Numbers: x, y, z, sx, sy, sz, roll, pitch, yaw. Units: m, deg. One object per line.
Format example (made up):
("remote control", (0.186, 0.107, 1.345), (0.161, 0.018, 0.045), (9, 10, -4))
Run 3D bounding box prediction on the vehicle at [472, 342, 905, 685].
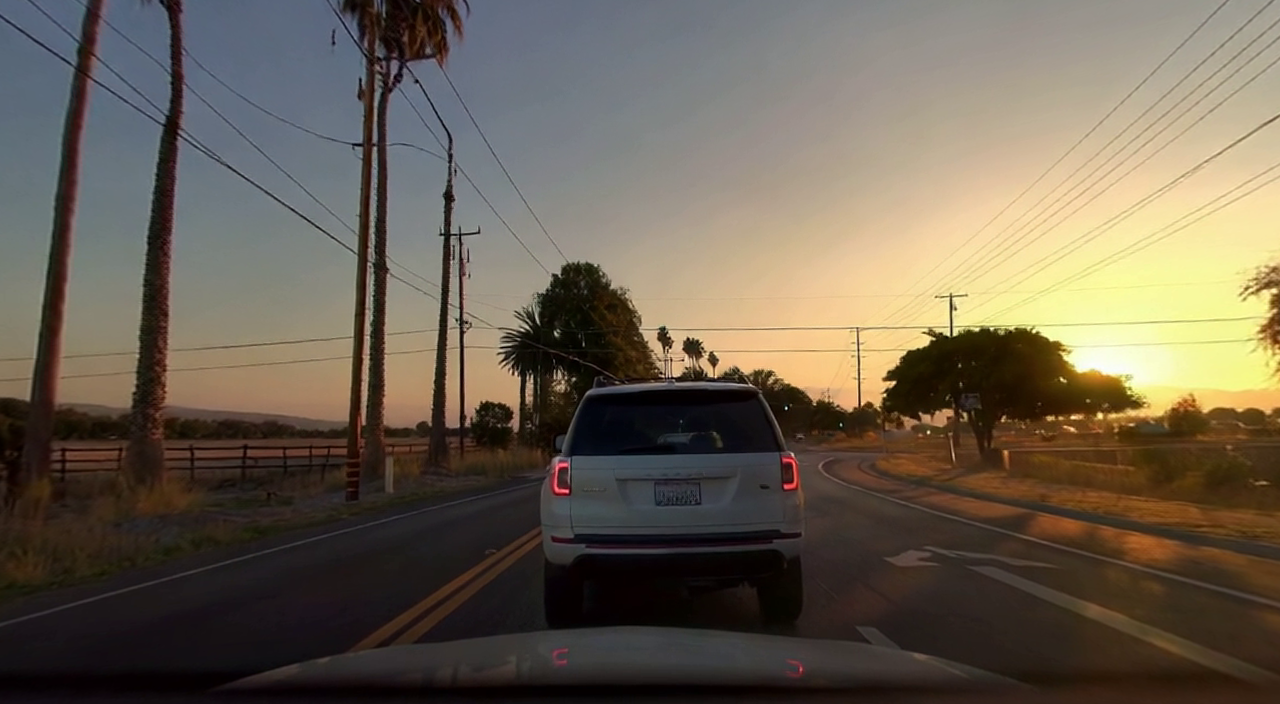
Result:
("vehicle", (0.181, 1.205, 5.813), (2.364, 1.859, 4.538), (0, -9, -2))
